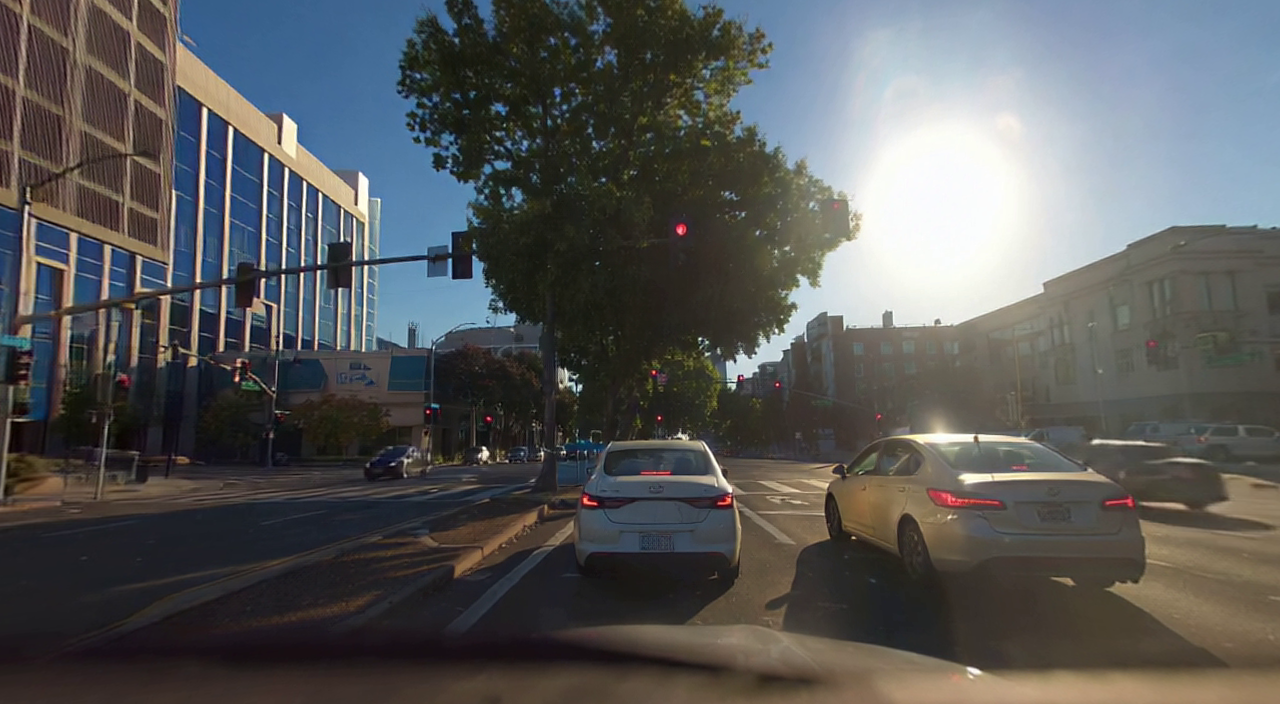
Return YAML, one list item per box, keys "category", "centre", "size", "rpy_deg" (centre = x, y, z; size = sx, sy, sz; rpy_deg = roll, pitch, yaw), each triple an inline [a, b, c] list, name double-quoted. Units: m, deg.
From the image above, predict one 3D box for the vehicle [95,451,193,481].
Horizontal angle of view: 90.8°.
- category: "vehicle"
  centre: [-26.655, 6.125, 34.034]
  size: [3.657, 1.528, 1.783]
  rpy_deg: [1, -9, -3]

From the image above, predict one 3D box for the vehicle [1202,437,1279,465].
- category: "vehicle"
  centre: [35.201, 5.638, 36.129]
  size: [4.190, 1.535, 1.998]
  rpy_deg: [0, -9, -1]

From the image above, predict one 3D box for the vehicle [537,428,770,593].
- category: "vehicle"
  centre: [0.086, 1.732, 7.743]
  size: [2.087, 1.468, 4.014]
  rpy_deg: [0, -9, -1]

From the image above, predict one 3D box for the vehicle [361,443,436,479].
- category: "vehicle"
  centre: [-12.124, 5.493, 32.105]
  size: [2.009, 1.642, 4.482]
  rpy_deg: [0, -9, 0]

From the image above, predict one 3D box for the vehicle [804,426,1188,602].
- category: "vehicle"
  centre: [3.649, 1.739, 7.743]
  size: [2.018, 1.491, 4.544]
  rpy_deg: [0, -9, -1]

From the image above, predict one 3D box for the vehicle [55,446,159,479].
- category: "vehicle"
  centre: [-31.188, 6.452, 37.050]
  size: [4.147, 1.873, 1.961]
  rpy_deg: [0, -9, -3]
